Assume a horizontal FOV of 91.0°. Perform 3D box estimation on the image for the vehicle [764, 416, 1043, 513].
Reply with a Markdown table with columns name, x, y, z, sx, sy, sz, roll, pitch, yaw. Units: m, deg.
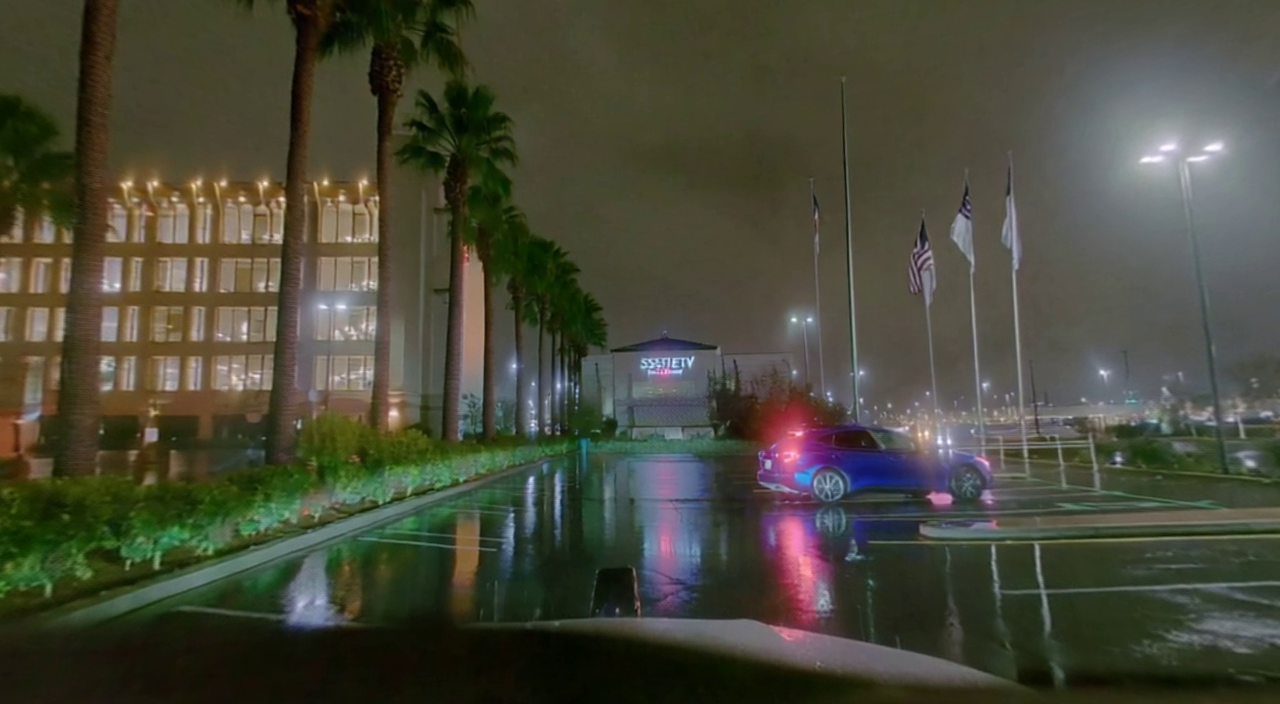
| name | x | y | z | sx | sy | sz | roll | pitch | yaw |
| --- | --- | --- | --- | --- | --- | --- | --- | --- | --- |
| vehicle | 4.911 | 2.163 | 12.319 | 4.567 | 1.723 | 1.926 | 0 | -8 | 0 |

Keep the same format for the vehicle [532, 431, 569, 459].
| name | x | y | z | sx | sy | sz | roll | pitch | yaw |
| --- | --- | --- | --- | --- | --- | --- | --- | --- | --- |
| vehicle | -6.471 | 6.816 | 46.028 | 1.943 | 1.890 | 4.472 | 1 | -9 | 1 |
